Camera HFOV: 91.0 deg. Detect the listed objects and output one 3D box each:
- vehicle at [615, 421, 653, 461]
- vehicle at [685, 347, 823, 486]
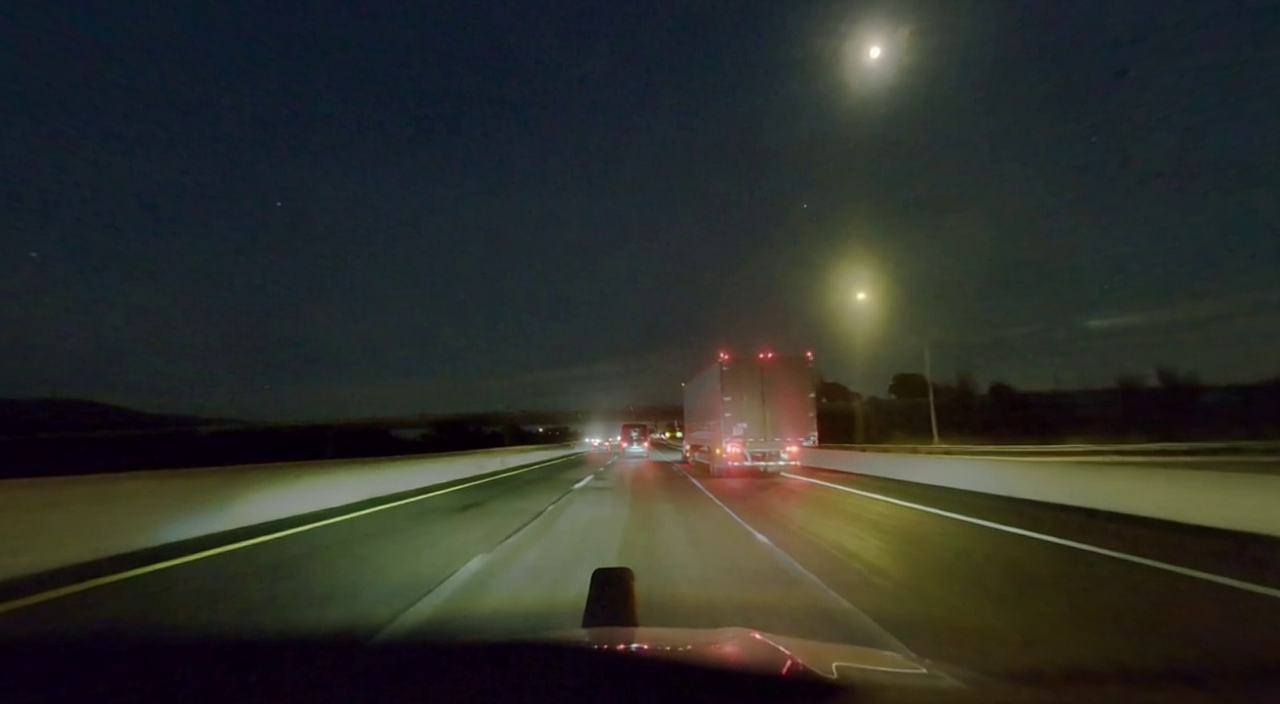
[{"bbox_3d":[-0.401,6.304,44.787,2.481,2.618,6.314,0,-8,0],"label":"vehicle"},{"bbox_3d":[3.676,2.627,23.688,2.997,3.983,10.860,1,-8,-1],"label":"vehicle"}]
